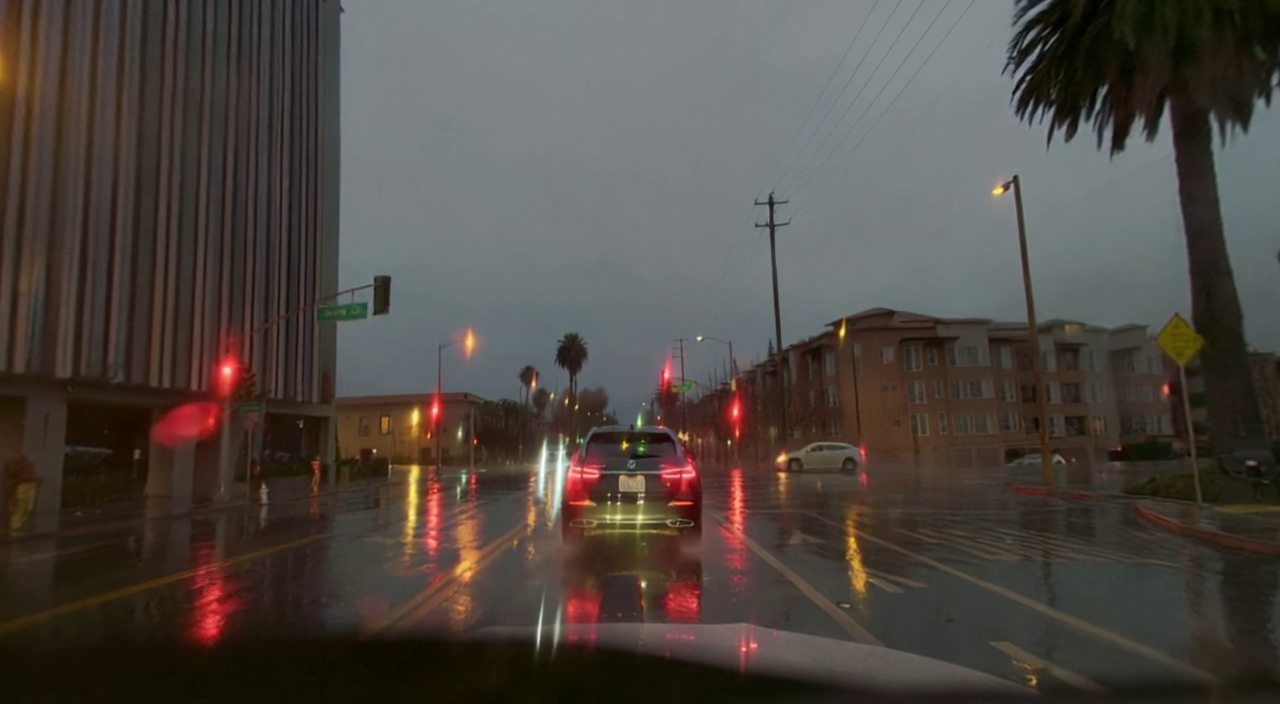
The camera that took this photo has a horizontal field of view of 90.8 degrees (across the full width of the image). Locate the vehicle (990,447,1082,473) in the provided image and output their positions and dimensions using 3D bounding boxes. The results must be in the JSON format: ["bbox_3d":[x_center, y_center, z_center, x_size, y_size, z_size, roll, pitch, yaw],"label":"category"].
[{"bbox_3d":[24.202,6.596,38.676,4.417,1.462,1.761,0,-8,-1],"label":"vehicle"}]

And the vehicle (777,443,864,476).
[{"bbox_3d":[10.435,6.177,36.462,4.649,1.760,2.029,-3,-9,19],"label":"vehicle"}]

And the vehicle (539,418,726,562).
[{"bbox_3d":[-0.084,1.873,9.229,2.144,1.643,3.770,0,-8,0],"label":"vehicle"}]

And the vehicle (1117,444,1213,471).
[{"bbox_3d":[32.167,6.468,38.772,4.234,1.613,1.812,0,-8,-1],"label":"vehicle"}]
